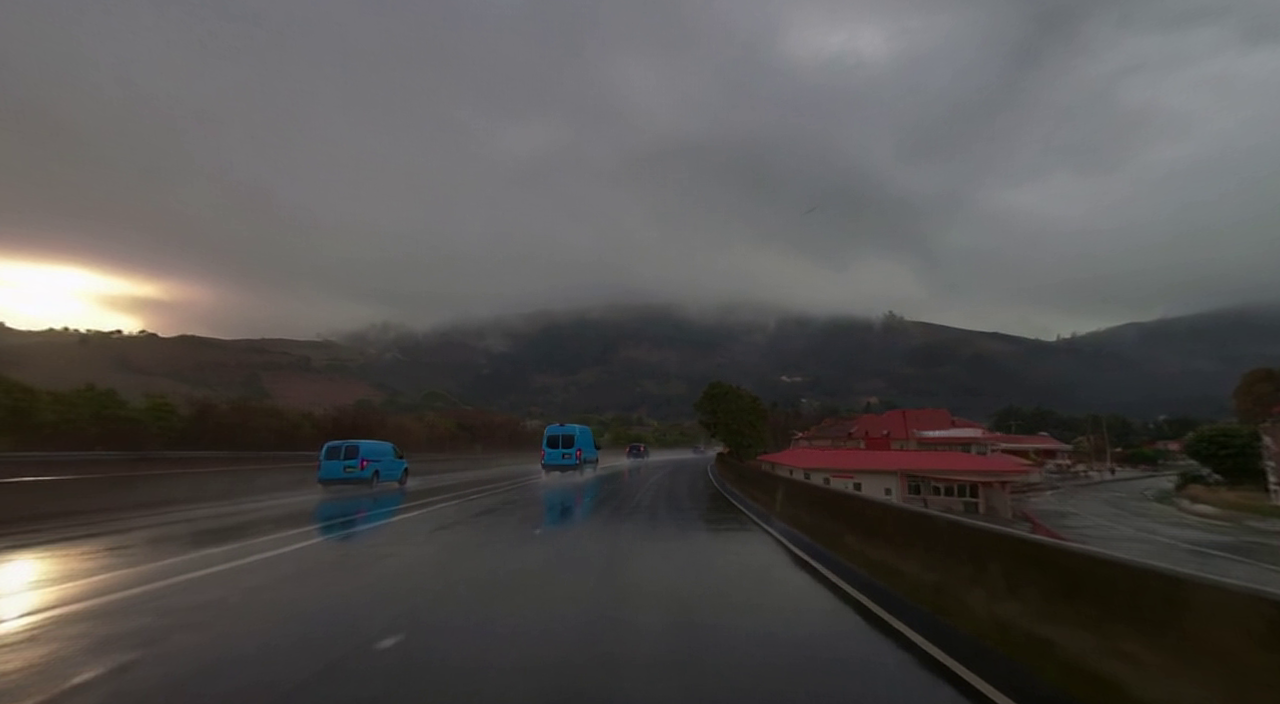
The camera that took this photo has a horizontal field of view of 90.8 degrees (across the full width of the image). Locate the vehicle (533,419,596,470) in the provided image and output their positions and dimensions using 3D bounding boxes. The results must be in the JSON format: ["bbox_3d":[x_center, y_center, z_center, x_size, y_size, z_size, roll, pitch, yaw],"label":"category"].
[{"bbox_3d":[-4.275,5.450,37.154,2.314,2.703,6.441,-1,-9,6],"label":"vehicle"}]

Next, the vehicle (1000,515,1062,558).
[{"bbox_3d":[22.263,10.500,36.180,1.887,1.776,4.198,-2,-9,16],"label":"vehicle"}]

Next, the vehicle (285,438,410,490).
[{"bbox_3d":[-9.463,3.635,20.903,1.821,1.524,4.342,-1,-8,4],"label":"vehicle"}]
